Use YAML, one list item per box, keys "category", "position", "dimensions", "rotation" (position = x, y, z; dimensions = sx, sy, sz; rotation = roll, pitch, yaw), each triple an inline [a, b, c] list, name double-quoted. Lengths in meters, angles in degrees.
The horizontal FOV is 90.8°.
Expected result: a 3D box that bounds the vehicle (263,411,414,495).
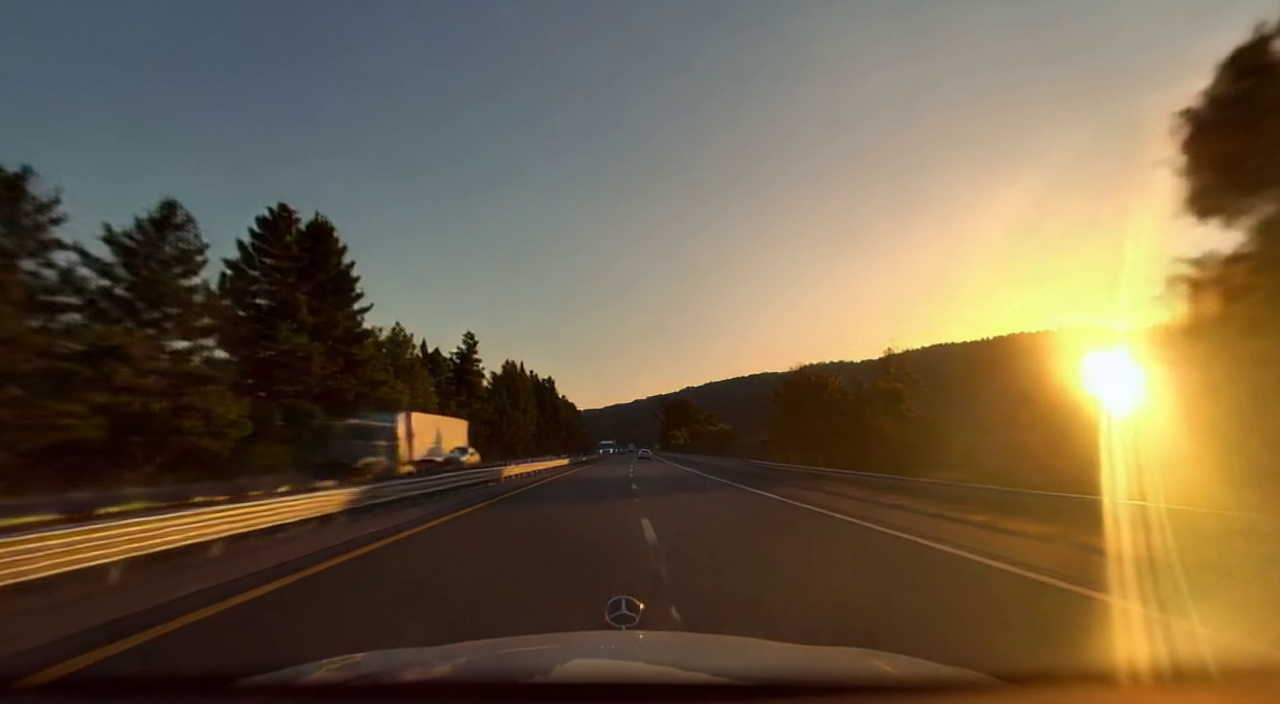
- category: "vehicle"
  position: [-10.983, 3.799, 23.839]
  dimensions: [2.597, 2.717, 6.297]
  rotation: [0, -9, -1]
